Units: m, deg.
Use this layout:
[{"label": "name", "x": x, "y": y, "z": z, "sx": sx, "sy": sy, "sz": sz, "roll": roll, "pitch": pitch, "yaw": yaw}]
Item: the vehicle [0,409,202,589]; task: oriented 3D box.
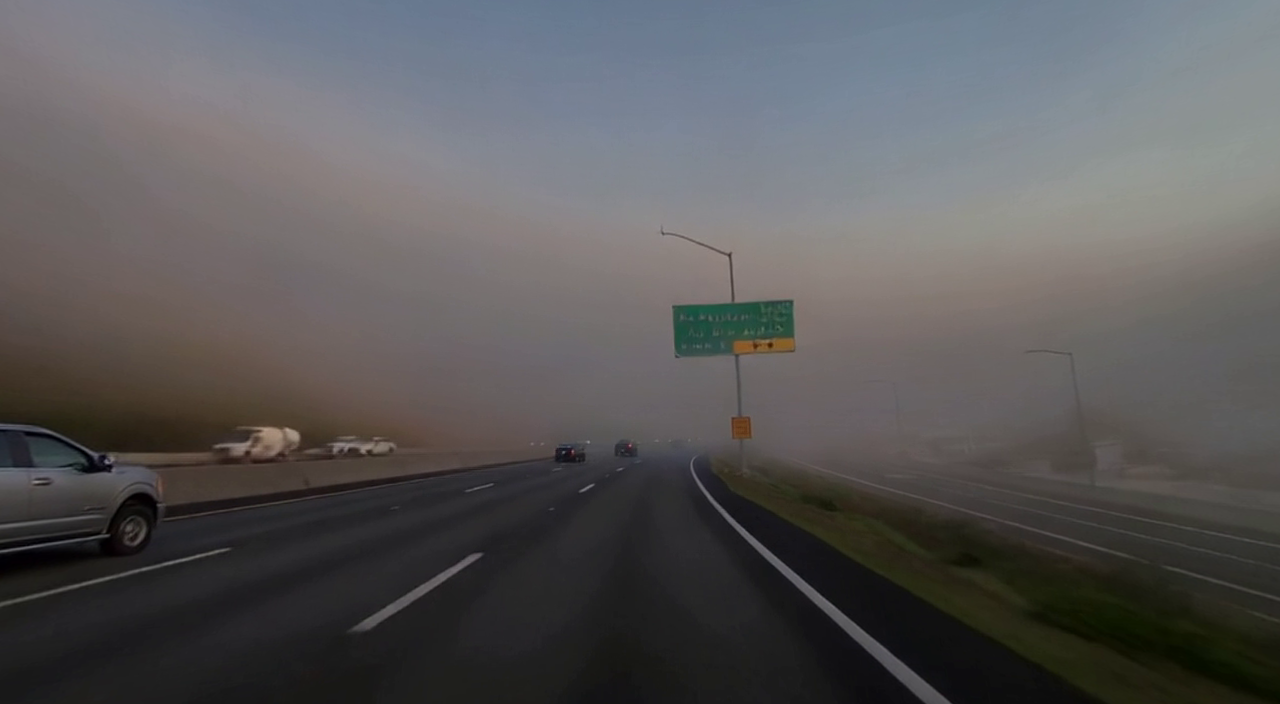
[{"label": "vehicle", "x": -6.806, "y": 1.359, "z": 5.876, "sx": 1.923, "sy": 1.630, "sz": 4.857, "roll": 0, "pitch": -8, "yaw": 1}]

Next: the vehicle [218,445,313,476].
[{"label": "vehicle", "x": -18.835, "y": 5.430, "z": 31.988, "sx": 1.906, "sy": 1.444, "sz": 4.365, "roll": -1, "pitch": -8, "yaw": 4}]

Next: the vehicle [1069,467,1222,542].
[{"label": "vehicle", "x": 27.260, "y": 8.164, "z": 34.549, "sx": 2.749, "sy": 3.380, "sz": 6.690, "roll": 0, "pitch": -8, "yaw": 1}]

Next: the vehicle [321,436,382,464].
[{"label": "vehicle", "x": -21.373, "y": 7.288, "z": 46.999, "sx": 1.974, "sy": 1.907, "sz": 4.816, "roll": -1, "pitch": -8, "yaw": 5}]
